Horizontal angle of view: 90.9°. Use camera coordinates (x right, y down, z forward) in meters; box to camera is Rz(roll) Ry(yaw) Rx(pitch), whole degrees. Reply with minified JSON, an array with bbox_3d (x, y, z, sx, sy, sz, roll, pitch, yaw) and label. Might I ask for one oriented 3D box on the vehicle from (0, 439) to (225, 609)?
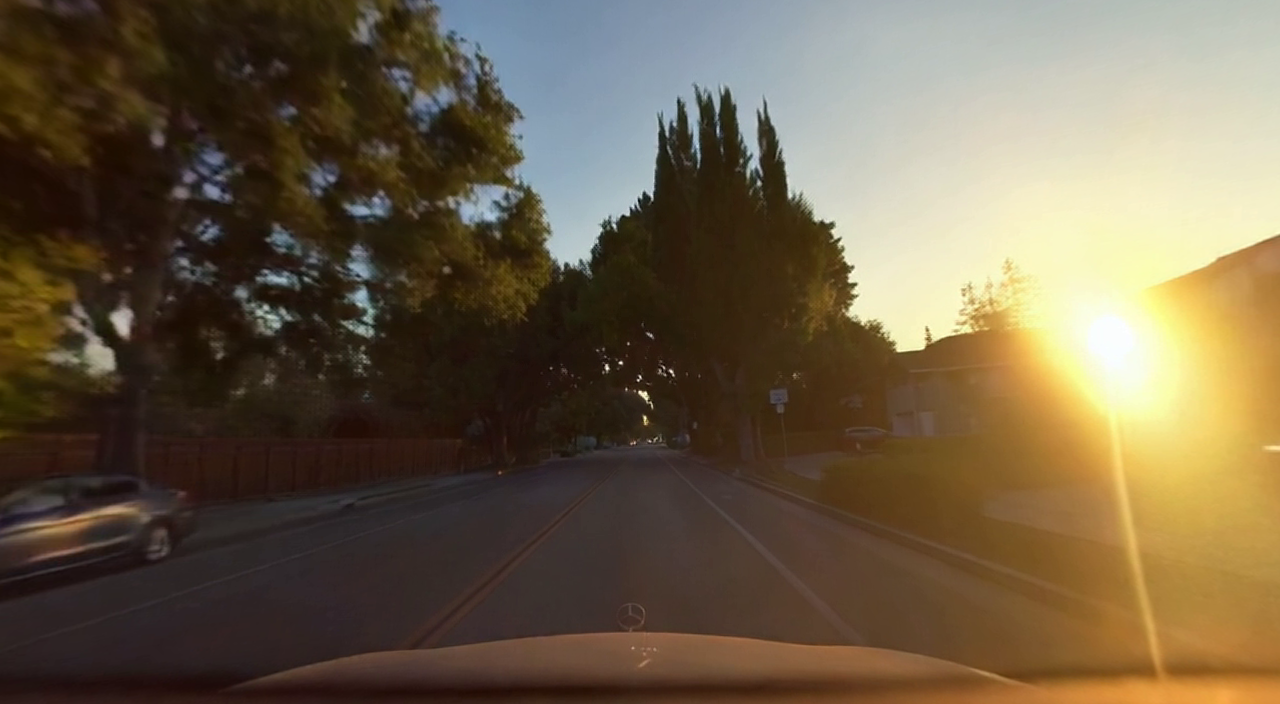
[{"bbox_3d":[-7.744,2.076,8.150,1.945,1.760,4.021,-3,-8,2],"label":"vehicle"}]
